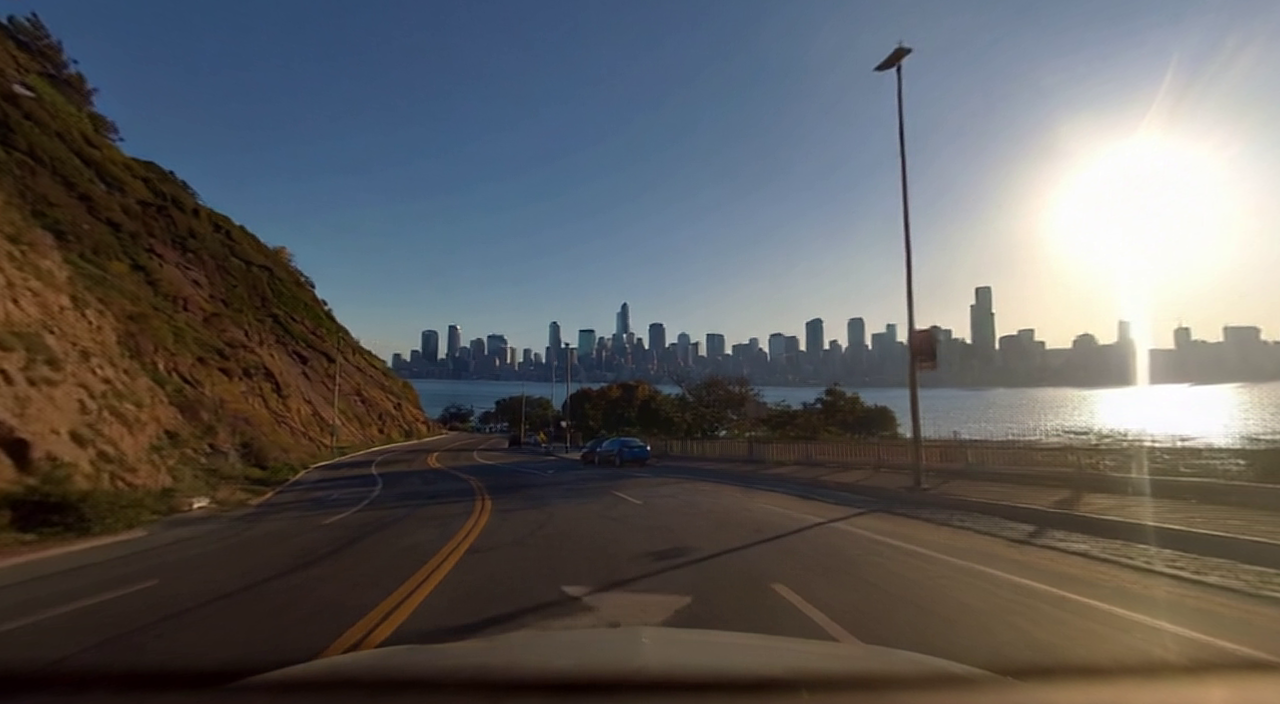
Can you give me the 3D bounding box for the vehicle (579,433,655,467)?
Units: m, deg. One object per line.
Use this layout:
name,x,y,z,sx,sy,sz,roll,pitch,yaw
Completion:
vehicle,-1.144,5.208,33.601,2.064,1.667,4.453,-5,-10,27
